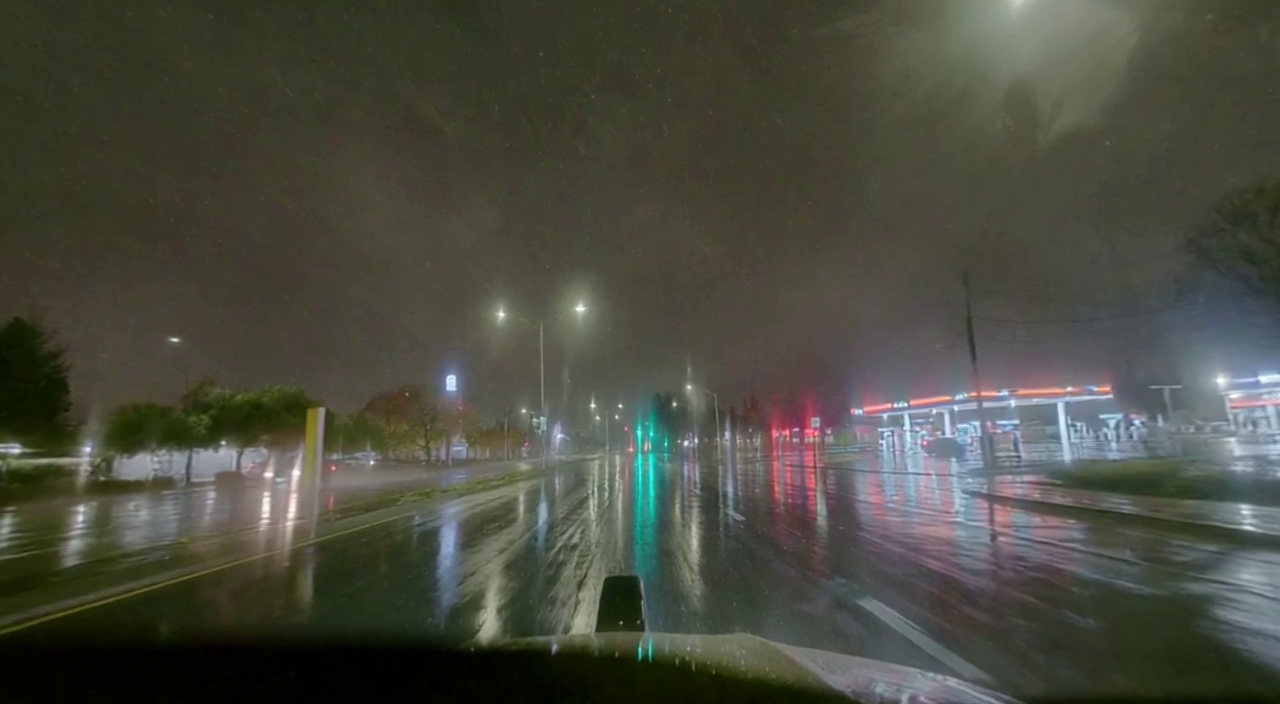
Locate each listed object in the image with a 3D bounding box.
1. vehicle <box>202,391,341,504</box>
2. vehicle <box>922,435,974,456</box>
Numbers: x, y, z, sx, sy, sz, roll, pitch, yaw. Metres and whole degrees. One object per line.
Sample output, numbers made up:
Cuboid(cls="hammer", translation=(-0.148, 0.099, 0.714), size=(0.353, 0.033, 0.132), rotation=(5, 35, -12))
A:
Cuboid(cls="vehicle", translation=(-12.310, 3.218, 21.405), size=(2.509, 3.502, 3.191), rotation=(-1, -8, 2))
Cuboid(cls="vehicle", translation=(23.236, 7.102, 47.860), size=(1.747, 1.371, 4.368), rotation=(-3, -10, 0))
